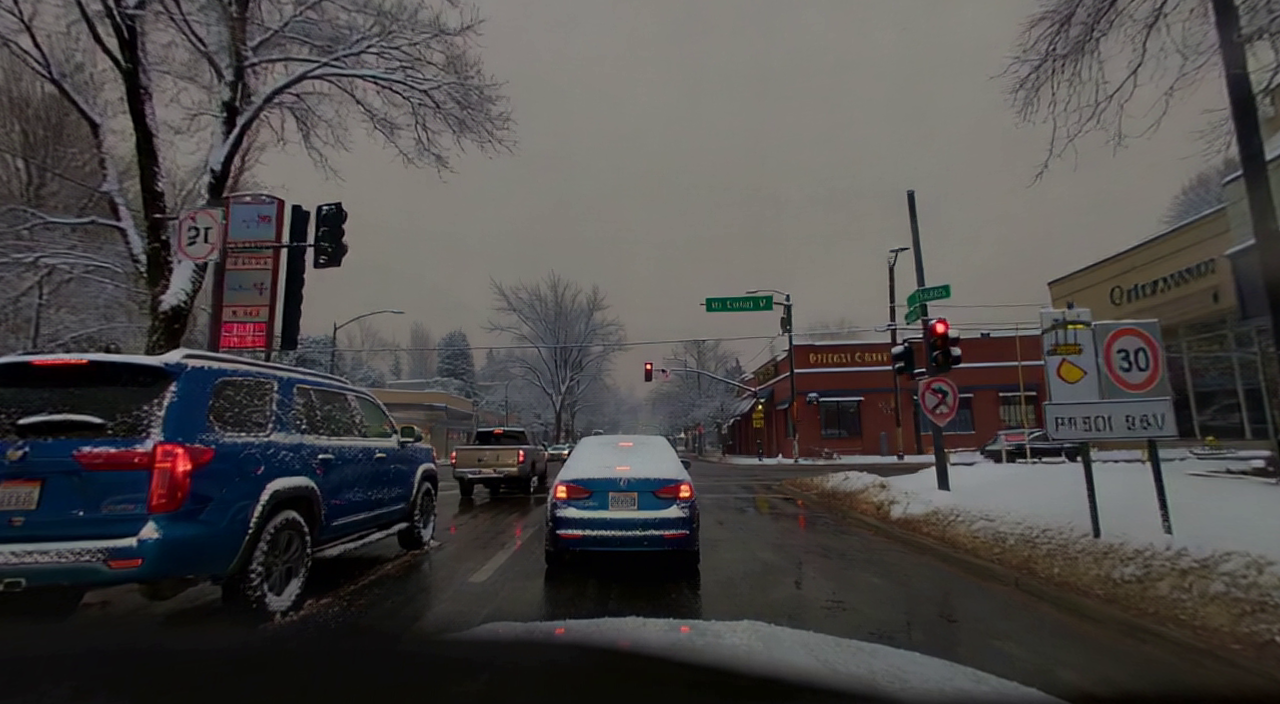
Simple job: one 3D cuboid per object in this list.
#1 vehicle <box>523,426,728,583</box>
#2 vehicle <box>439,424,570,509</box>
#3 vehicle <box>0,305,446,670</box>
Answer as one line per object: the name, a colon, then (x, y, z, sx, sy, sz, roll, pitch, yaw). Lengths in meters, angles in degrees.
vehicle: (-0.169, 1.781, 8.184, 1.966, 1.481, 4.146, 0, -8, -1)
vehicle: (-2.928, 2.593, 14.605, 2.047, 1.664, 4.148, 0, -8, 1)
vehicle: (-3.819, 1.135, 6.227, 2.152, 2.118, 5.066, 0, -8, 0)
